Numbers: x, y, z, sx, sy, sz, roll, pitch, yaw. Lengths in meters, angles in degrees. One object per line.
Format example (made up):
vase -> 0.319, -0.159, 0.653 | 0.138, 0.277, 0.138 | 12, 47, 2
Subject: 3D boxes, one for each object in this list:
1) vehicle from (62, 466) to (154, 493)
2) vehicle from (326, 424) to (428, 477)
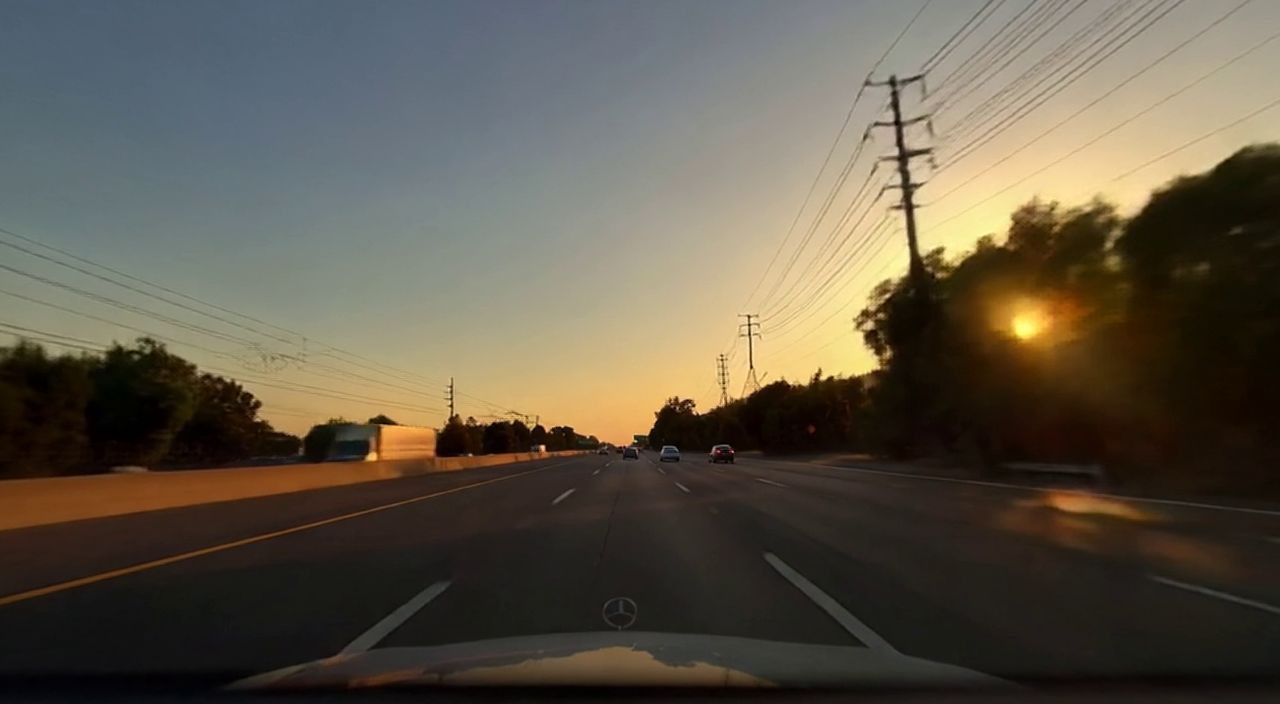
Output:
vehicle -> -40.316, 9.683, 48.098 | 2.078, 1.720, 5.714 | 0, -9, -1
vehicle -> -19.222, 7.337, 47.197 | 2.951, 3.477, 10.720 | 0, -9, 0
